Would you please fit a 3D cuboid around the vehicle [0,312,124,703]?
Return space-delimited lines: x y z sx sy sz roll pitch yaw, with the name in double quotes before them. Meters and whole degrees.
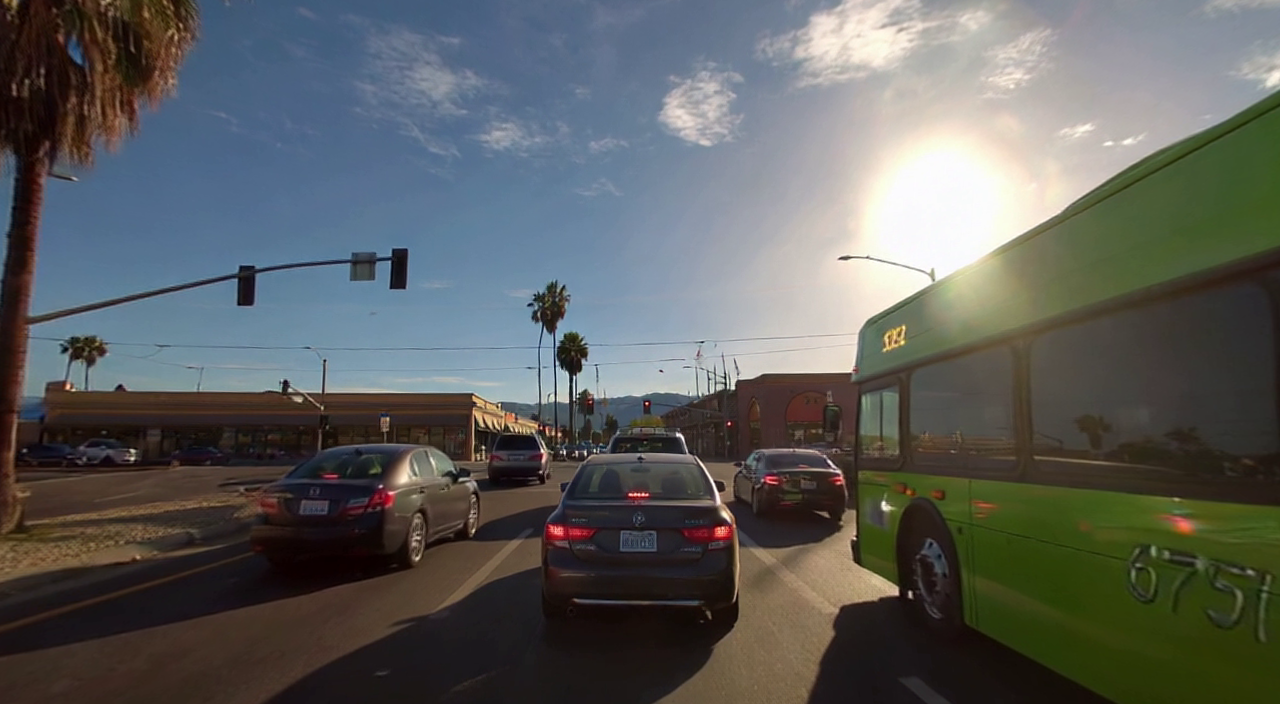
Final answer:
"vehicle" -3.564 0.469 0.388 2.145 1.824 4.974 0 -9 2

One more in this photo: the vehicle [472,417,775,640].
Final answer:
"vehicle" -0.122 1.495 6.300 2.060 1.499 3.831 0 -9 0

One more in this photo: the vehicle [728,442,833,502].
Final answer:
"vehicle" 3.790 3.314 17.922 1.989 1.467 4.364 0 -9 0

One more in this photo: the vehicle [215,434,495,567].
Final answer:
"vehicle" -3.566 1.921 8.955 1.919 1.415 4.178 0 -9 1

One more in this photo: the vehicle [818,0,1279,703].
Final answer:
"vehicle" 3.568 -0.558 0.644 3.068 4.026 13.534 0 -9 1
